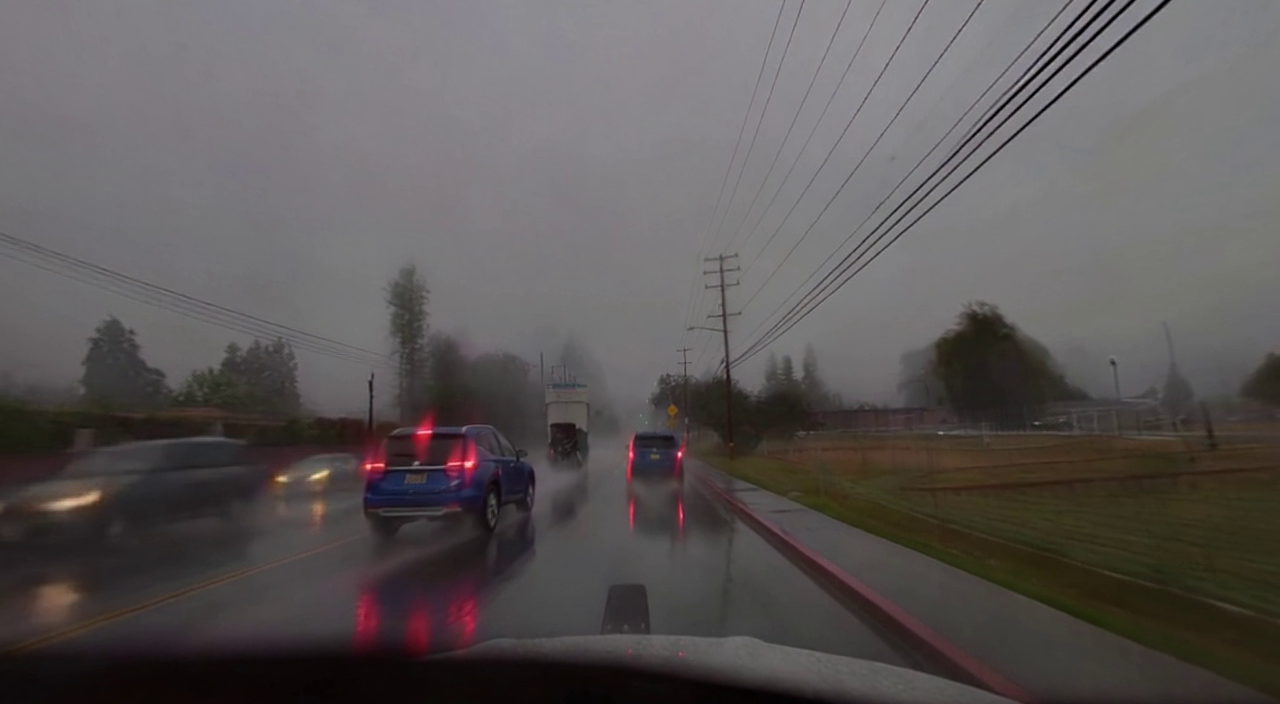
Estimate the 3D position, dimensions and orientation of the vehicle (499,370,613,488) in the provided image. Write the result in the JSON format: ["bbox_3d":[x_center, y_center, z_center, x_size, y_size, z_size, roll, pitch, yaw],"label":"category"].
[{"bbox_3d":[-2.831,3.202,25.081,2.928,3.658,10.953,0,-9,0],"label":"vehicle"}]

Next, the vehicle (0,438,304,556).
[{"bbox_3d":[-8.532,2.499,11.718,1.962,1.720,4.658,0,-9,0],"label":"vehicle"}]

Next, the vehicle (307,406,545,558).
[{"bbox_3d":[-2.944,1.922,9.973,2.093,1.832,4.508,0,-9,1],"label":"vehicle"}]

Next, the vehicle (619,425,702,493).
[{"bbox_3d":[0.562,3.116,18.552,2.174,1.749,4.113,0,-9,1],"label":"vehicle"}]
